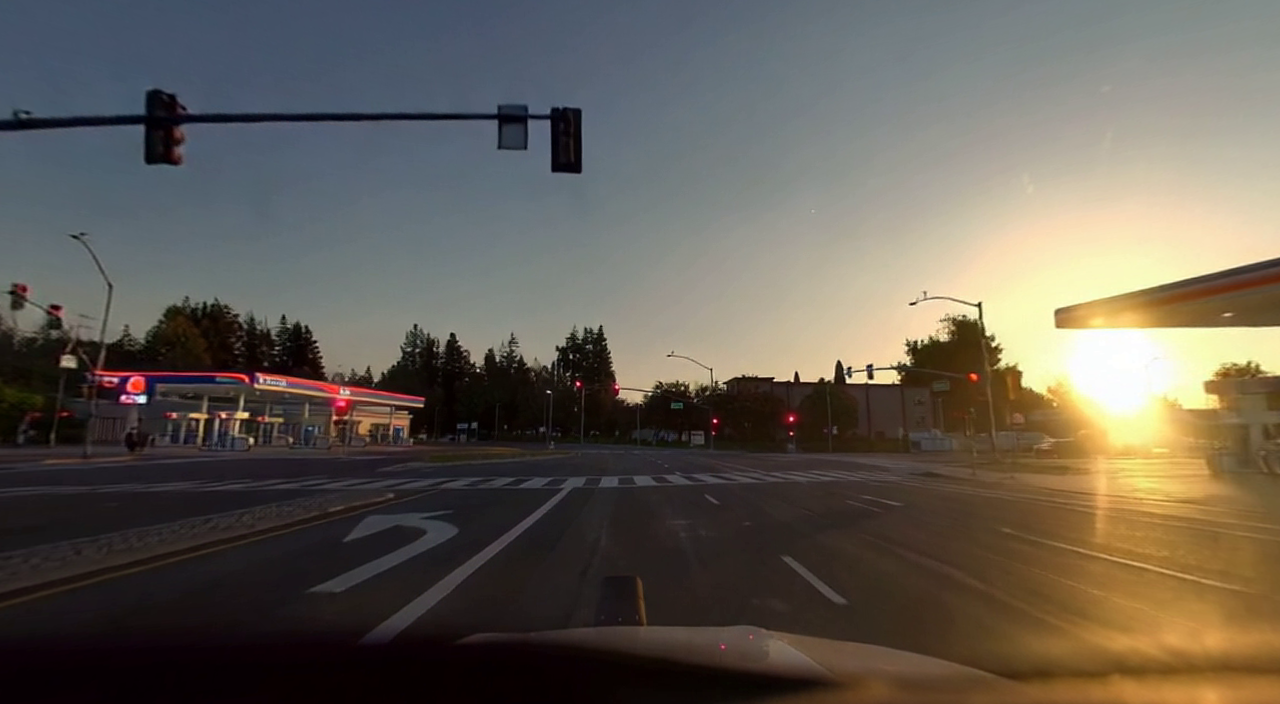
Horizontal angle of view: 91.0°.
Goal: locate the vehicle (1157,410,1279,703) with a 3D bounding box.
[{"bbox_3d":[3.180,0.652,0.330,2.023,1.437,4.477,0,-9,0],"label":"vehicle"}]
